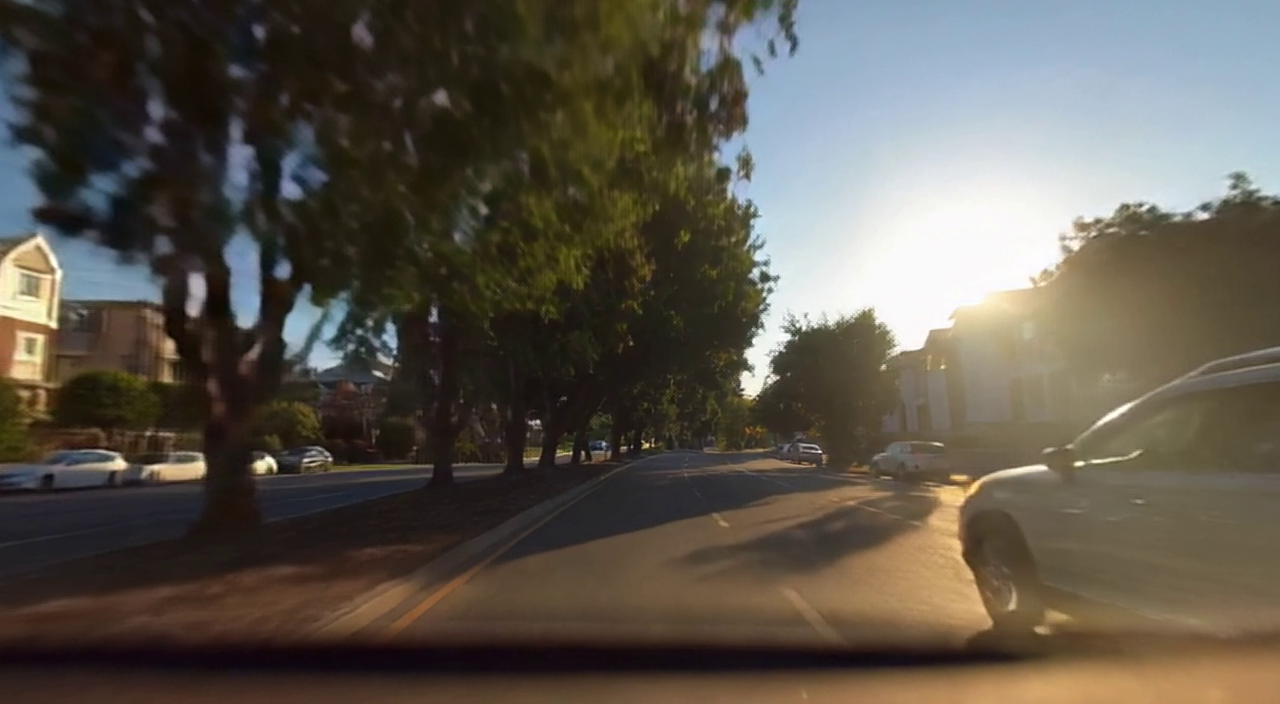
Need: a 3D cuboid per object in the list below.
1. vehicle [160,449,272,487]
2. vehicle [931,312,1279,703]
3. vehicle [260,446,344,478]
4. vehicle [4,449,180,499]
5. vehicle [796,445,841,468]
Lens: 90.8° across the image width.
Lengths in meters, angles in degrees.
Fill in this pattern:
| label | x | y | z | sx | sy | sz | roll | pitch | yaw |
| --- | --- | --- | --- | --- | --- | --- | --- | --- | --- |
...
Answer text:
| label | x | y | z | sx | sy | sz | roll | pitch | yaw |
| --- | --- | --- | --- | --- | --- | --- | --- | --- | --- |
| vehicle | -18.594 | 5.073 | 28.014 | 1.829 | 1.452 | 4.562 | -2 | -9 | 0 |
| vehicle | 3.567 | 0.830 | 2.886 | 2.215 | 1.812 | 4.569 | 0 | -9 | -1 |
| vehicle | -18.086 | 5.944 | 34.063 | 1.908 | 1.500 | 4.470 | -3 | -10 | 3 |
| vehicle | -18.775 | 4.156 | 22.027 | 1.823 | 1.455 | 4.680 | -3 | -9 | 3 |
| vehicle | 12.069 | 7.107 | 43.021 | 1.893 | 1.469 | 4.615 | 0 | -9 | 2 |
